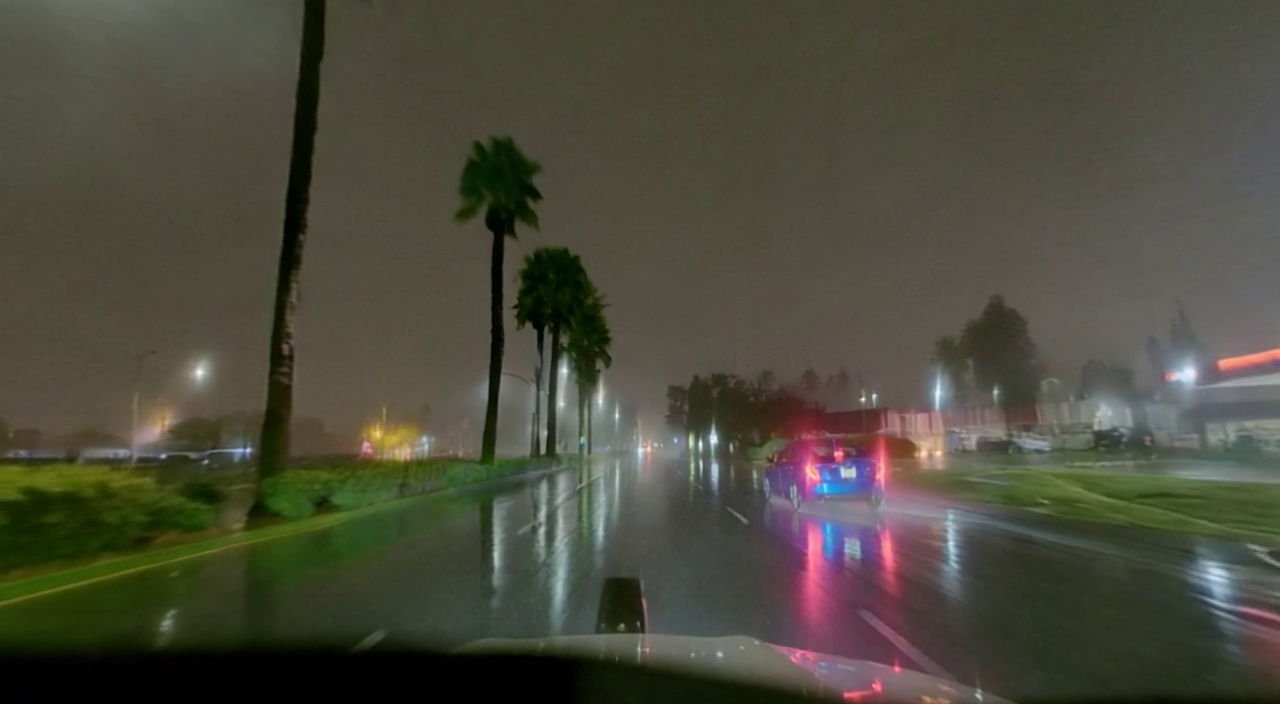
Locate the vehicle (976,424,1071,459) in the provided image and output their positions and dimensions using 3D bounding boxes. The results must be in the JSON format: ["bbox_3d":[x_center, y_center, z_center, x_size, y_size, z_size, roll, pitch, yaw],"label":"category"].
[{"bbox_3d":[29.368,6.912,48.530,5.519,2.389,2.350,-2,-10,1],"label":"vehicle"}]

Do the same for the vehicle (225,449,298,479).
[{"bbox_3d":[-27.665,8.209,46.450,2.091,1.981,4.836,1,-9,3],"label":"vehicle"}]

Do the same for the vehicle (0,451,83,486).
[{"bbox_3d":[-33.324,6.222,33.913,2.347,1.610,4.867,-1,-8,1],"label":"vehicle"}]

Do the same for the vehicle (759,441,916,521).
[{"bbox_3d":[3.995,2.663,13.626,1.978,1.442,4.262,0,-9,0],"label":"vehicle"}]

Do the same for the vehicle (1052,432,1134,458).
[{"bbox_3d":[34.700,7.127,48.478,4.676,1.741,1.948,-2,-10,0],"label":"vehicle"}]

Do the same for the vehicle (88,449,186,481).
[{"bbox_3d":[-33.235,7.436,41.997,2.216,1.965,5.147,0,-9,0],"label":"vehicle"}]
